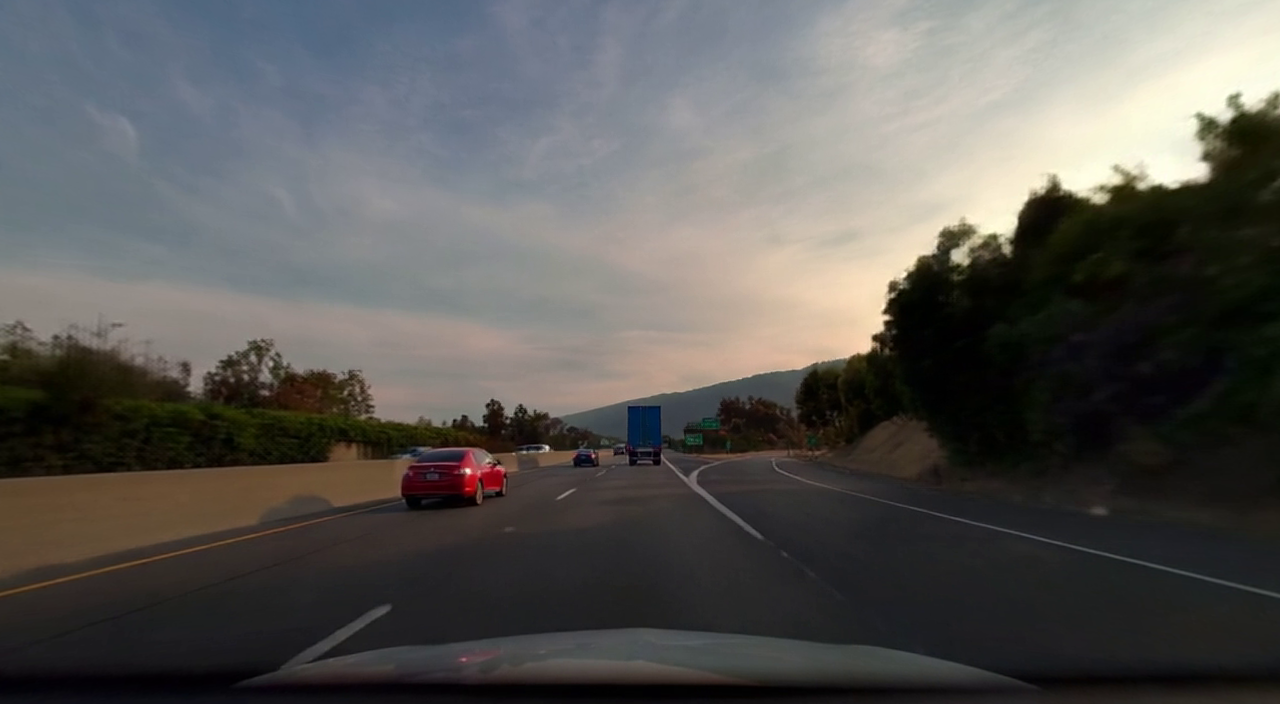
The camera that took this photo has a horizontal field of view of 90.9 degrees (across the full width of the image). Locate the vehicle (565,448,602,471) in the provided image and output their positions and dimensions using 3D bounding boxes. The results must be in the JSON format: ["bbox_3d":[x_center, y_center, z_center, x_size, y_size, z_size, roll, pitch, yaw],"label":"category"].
[{"bbox_3d":[-3.669,7.044,41.583,1.981,1.435,4.199,0,-9,1],"label":"vehicle"}]

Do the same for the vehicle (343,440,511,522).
[{"bbox_3d":[-4.280,2.660,13.536,2.010,1.461,4.391,0,-9,1],"label":"vehicle"}]

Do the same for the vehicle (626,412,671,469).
[{"bbox_3d":[0.599,6.406,44.978,2.893,3.628,9.081,0,-9,1],"label":"vehicle"}]
